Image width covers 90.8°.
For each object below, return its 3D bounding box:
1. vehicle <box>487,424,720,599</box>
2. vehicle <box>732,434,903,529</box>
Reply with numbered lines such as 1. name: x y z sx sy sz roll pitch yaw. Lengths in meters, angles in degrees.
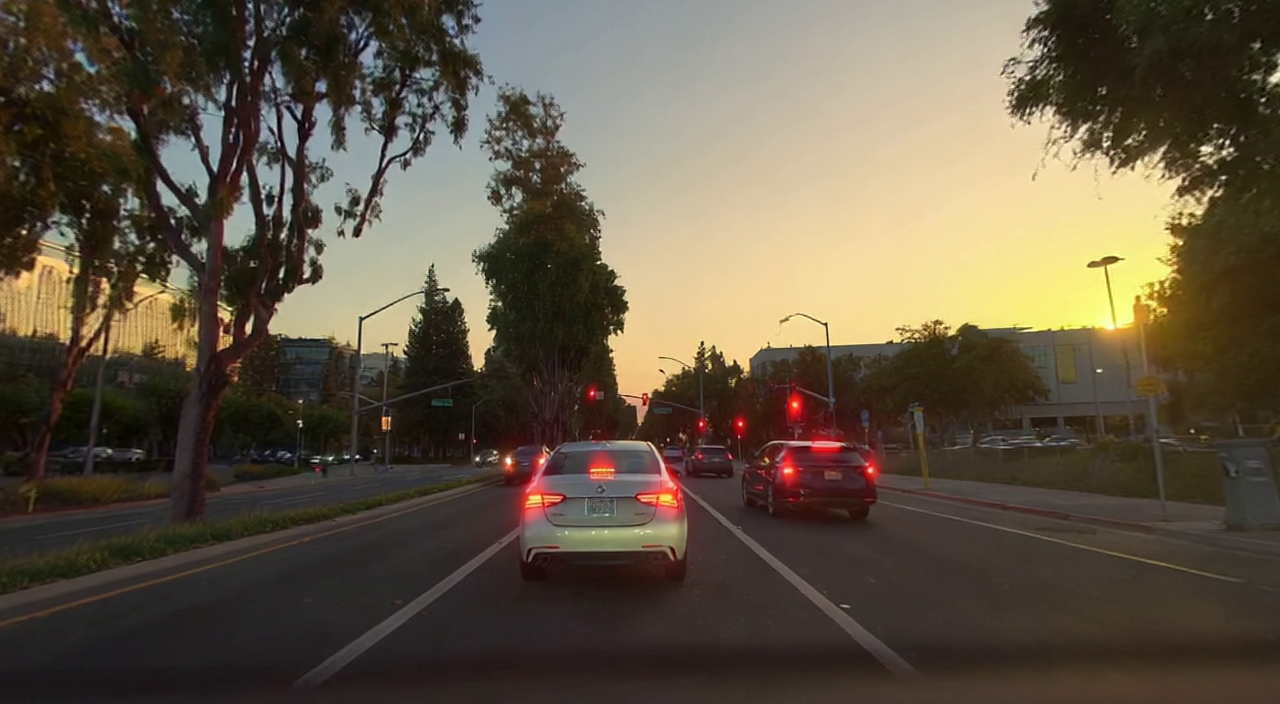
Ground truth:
1. vehicle: -0.343 1.646 7.292 2.006 1.487 3.535 0 -9 -1
2. vehicle: 3.133 2.379 12.188 1.910 1.474 4.263 0 -9 -2
